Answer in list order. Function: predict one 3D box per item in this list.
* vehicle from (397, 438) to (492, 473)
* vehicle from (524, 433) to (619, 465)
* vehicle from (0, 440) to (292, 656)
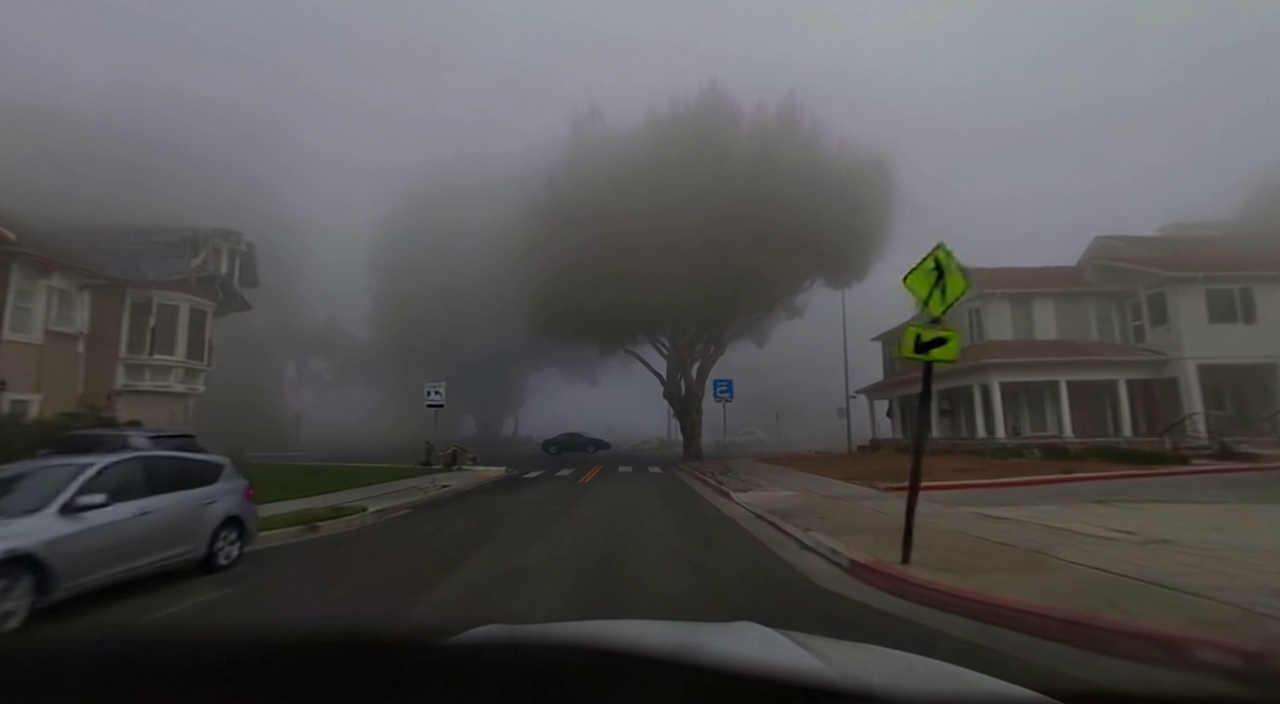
[{"bbox_3d":[-10.276,5.405,33.269,4.639,1.700,2.002,2,-8,-17],"label":"vehicle"},{"bbox_3d":[-4.048,5.736,37.556,5.181,1.768,2.139,4,-9,-26],"label":"vehicle"},{"bbox_3d":[-5.373,1.564,5.831,1.919,1.464,4.155,0,-8,0],"label":"vehicle"}]
